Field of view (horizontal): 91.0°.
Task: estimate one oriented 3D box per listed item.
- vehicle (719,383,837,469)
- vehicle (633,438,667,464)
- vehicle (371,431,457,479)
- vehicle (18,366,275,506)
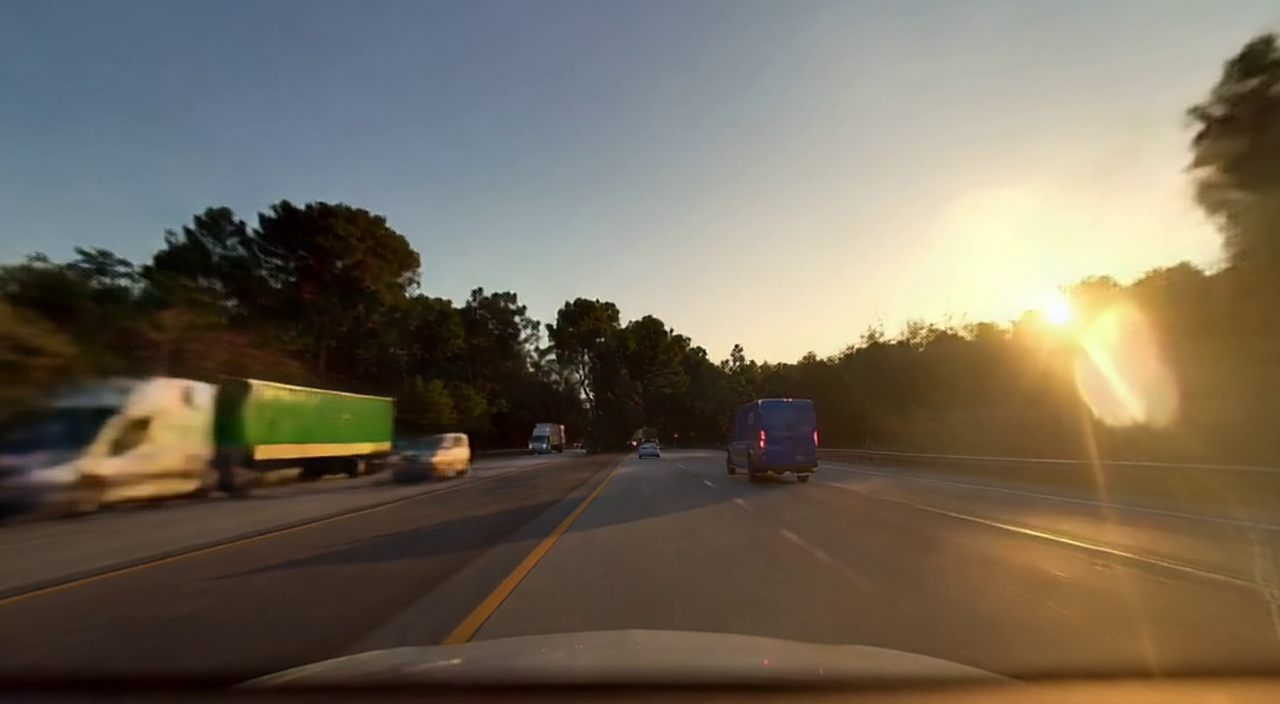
[{"bbox_3d":[7.772,4.787,39.149,3.479,4.156,17.231,0,-8,0],"label":"vehicle"},{"bbox_3d":[0.653,6.555,41.783,2.121,1.590,4.434,0,-8,1],"label":"vehicle"},{"bbox_3d":[-10.589,4.853,29.913,2.128,2.047,4.976,0,-8,1],"label":"vehicle"},{"bbox_3d":[-15.187,2.679,20.121,3.286,3.794,5.668,0,-8,2],"label":"vehicle"}]
